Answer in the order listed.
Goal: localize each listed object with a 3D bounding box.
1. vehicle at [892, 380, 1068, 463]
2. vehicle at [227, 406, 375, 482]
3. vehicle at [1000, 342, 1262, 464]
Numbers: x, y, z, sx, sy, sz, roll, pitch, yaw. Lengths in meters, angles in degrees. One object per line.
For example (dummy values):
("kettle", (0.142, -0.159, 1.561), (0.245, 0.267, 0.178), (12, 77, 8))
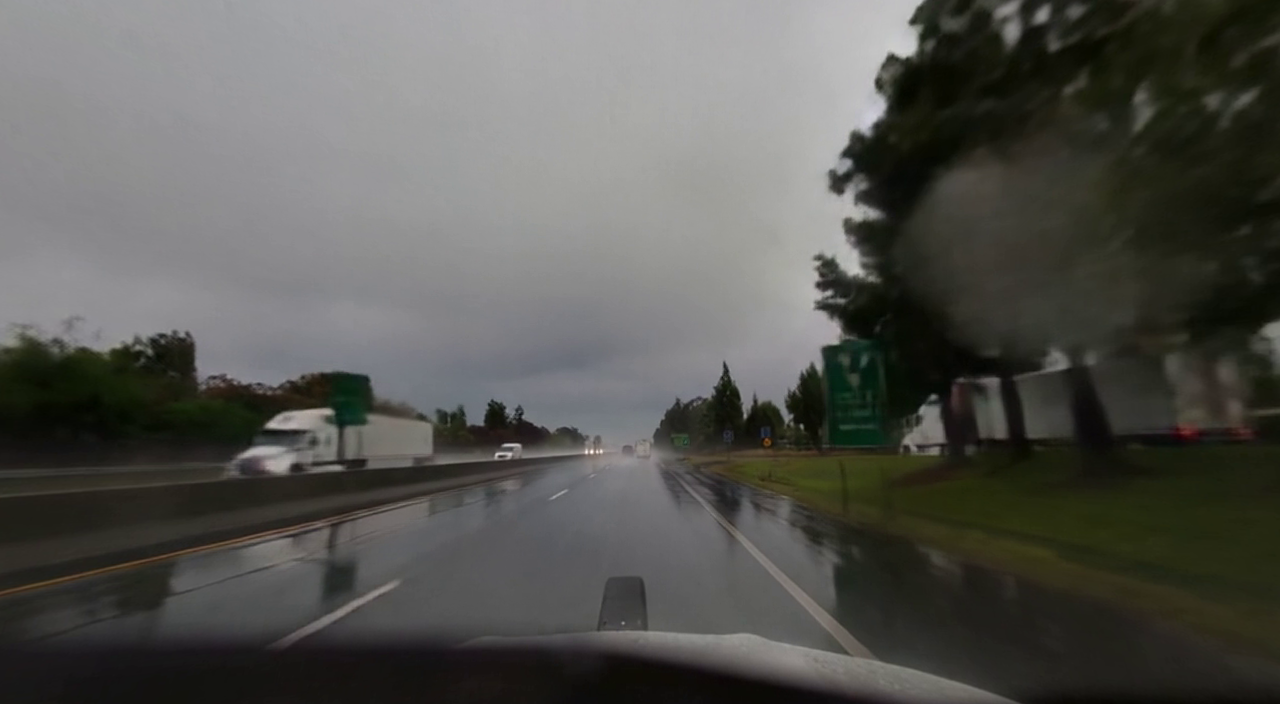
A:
("vehicle", (18.284, 4.115, 35.266), (3.038, 3.945, 10.598), (1, -9, -6))
("vehicle", (-18.614, 5.276, 35.711), (2.900, 3.682, 9.791), (0, -9, 0))
("vehicle", (19.213, 2.419, 25.880), (2.763, 4.126, 9.013), (1, -9, -5))
